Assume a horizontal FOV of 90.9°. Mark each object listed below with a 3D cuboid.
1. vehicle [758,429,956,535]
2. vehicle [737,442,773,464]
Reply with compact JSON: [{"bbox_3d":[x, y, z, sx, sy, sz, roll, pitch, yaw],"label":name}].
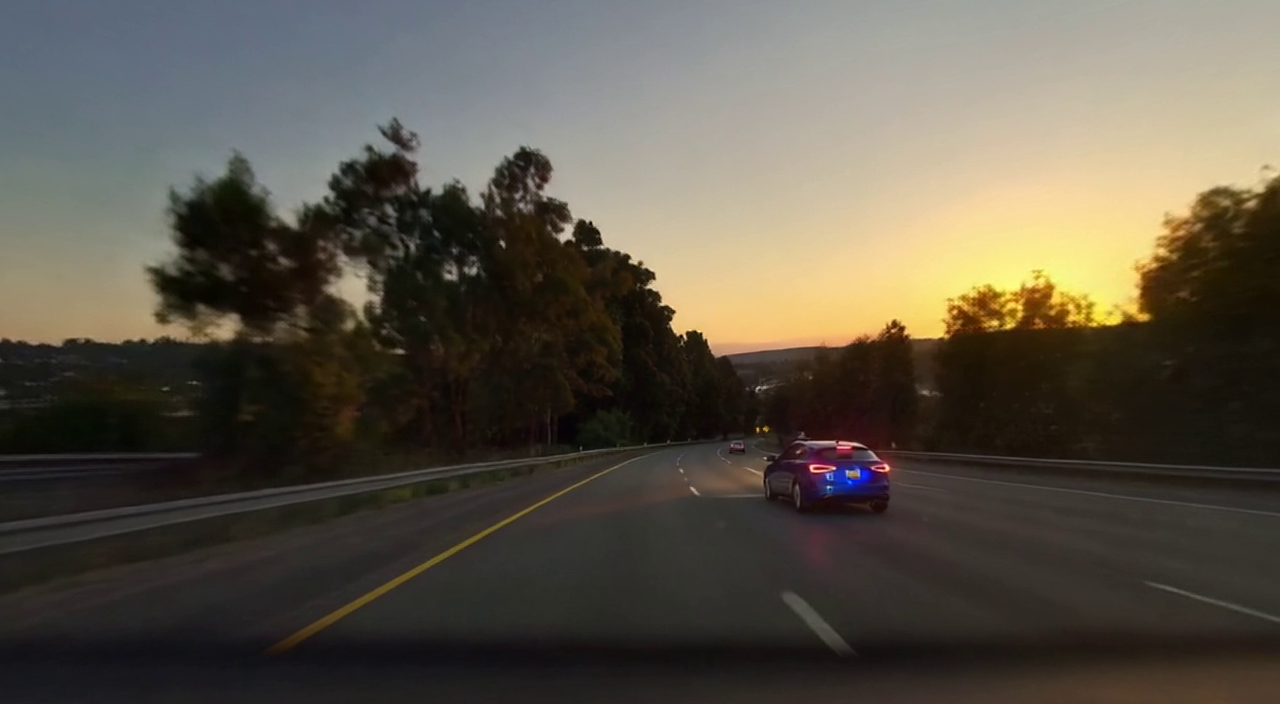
[{"bbox_3d":[3.645,2.268,11.616,2.050,1.546,4.344,0,-8,-1],"label":"vehicle"},{"bbox_3d":[8.216,7.258,45.388,1.924,1.479,4.054,-1,-8,2],"label":"vehicle"}]
